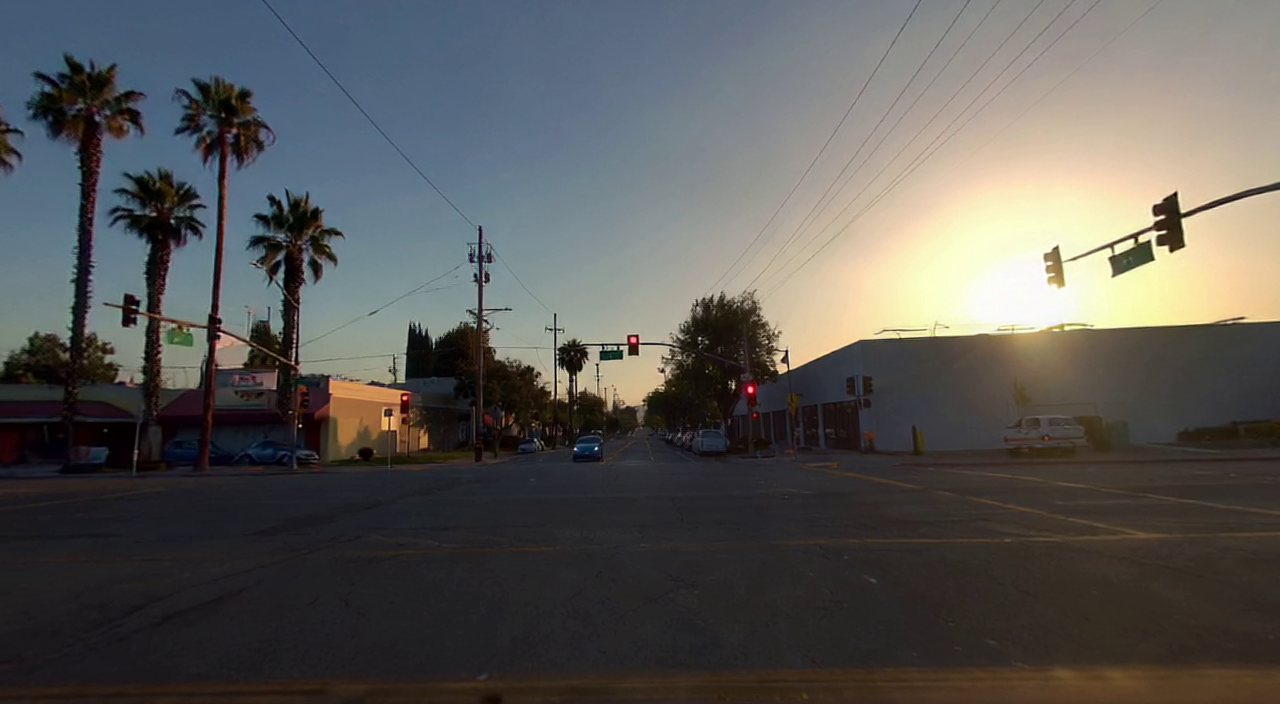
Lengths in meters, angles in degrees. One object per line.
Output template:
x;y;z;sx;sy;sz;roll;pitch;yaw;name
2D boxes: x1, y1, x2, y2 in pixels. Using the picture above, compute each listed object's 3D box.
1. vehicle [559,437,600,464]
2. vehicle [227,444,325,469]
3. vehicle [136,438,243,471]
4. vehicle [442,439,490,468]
-3.541;5.938;38.115;2.223;1.490;5.094;0;-8;-3;vehicle
-22.303;6.418;38.840;4.849;1.444;1.881;0;-8;1;vehicle
-25.913;5.915;36.456;4.613;1.820;2.021;-1;-9;3;vehicle
-11.964;6.988;43.726;2.016;1.717;4.287;-2;-7;1;vehicle
